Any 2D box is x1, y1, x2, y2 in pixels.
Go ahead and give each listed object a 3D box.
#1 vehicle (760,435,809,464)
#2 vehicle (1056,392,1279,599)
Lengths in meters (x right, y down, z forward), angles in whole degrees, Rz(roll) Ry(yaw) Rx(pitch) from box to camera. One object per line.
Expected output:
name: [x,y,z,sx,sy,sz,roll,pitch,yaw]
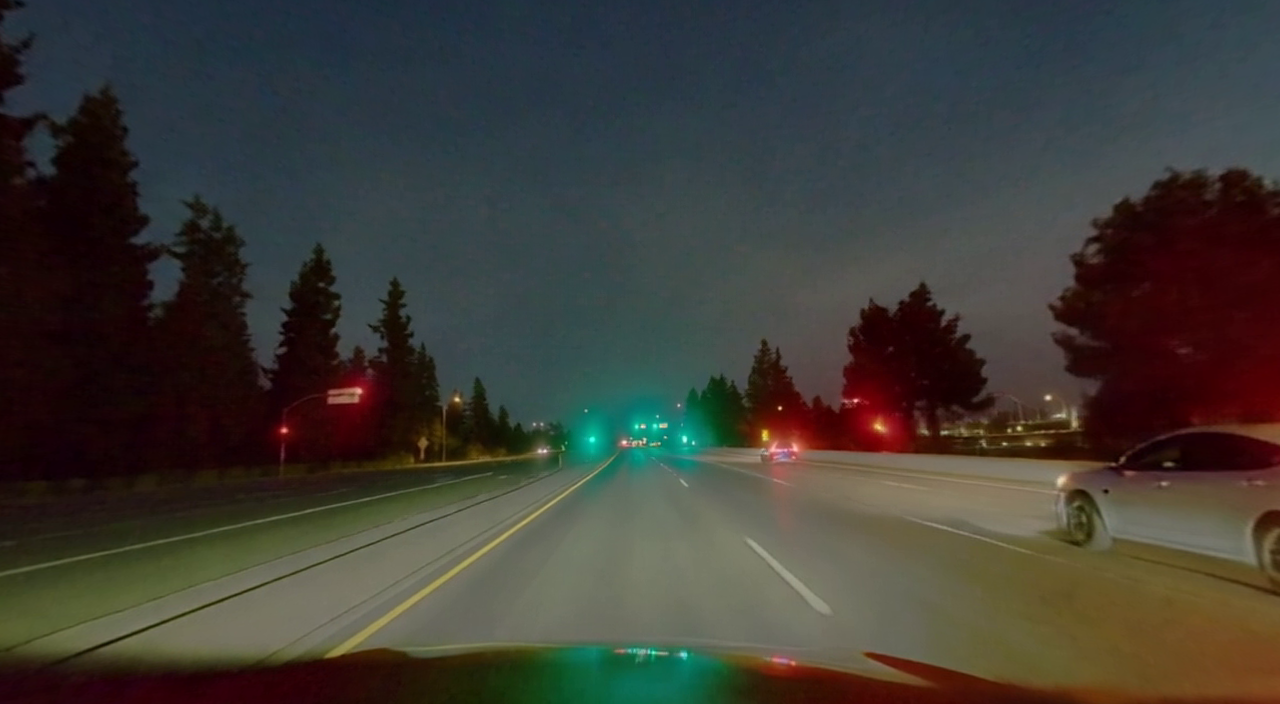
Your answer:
vehicle: [9.762,6.641,42.940,2.170,1.830,4.720,0,-8,-1]
vehicle: [6.281,1.222,5.469,2.066,1.683,4.675,0,-8,-1]
